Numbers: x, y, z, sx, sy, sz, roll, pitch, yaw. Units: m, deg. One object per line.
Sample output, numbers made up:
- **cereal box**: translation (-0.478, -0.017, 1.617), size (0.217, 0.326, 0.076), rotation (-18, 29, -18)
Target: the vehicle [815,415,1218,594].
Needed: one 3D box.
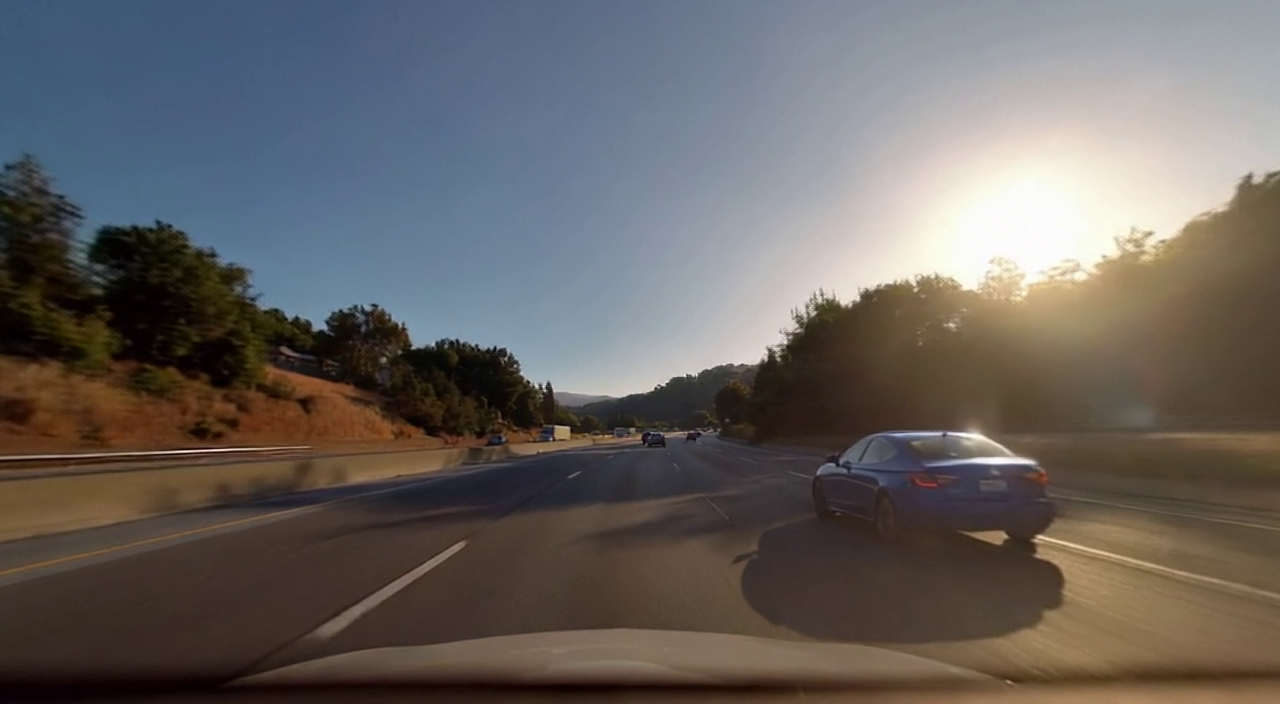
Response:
- **vehicle**: translation (3.719, 1.548, 7.388), size (1.982, 1.452, 4.294), rotation (0, -8, -2)
